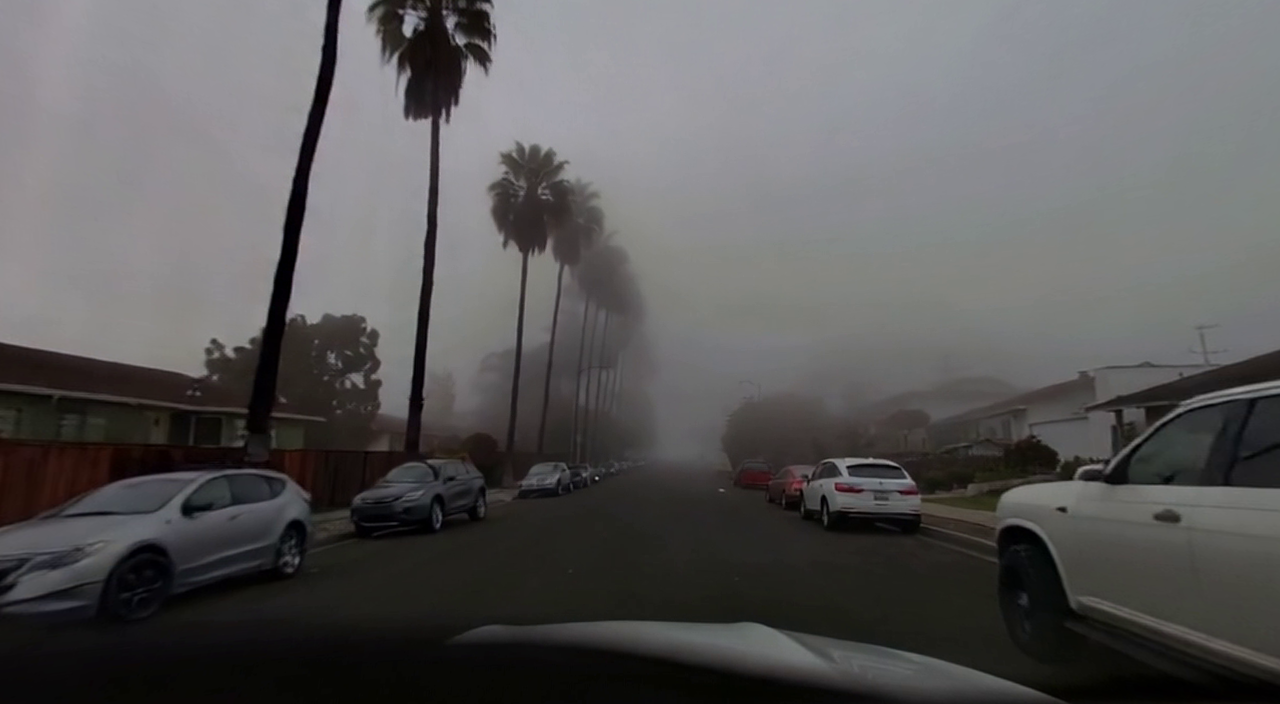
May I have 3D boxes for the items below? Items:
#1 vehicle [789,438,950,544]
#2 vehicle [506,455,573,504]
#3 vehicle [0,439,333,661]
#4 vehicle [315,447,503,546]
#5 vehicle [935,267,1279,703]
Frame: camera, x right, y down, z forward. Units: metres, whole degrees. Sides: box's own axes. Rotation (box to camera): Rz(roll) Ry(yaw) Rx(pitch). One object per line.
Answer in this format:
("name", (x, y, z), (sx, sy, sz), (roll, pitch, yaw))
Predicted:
("vehicle", (4.754, 2.982, 13.959), (1.964, 1.889, 4.708), (-1, -10, 3))
("vehicle", (-4.134, 5.353, 26.695), (1.947, 1.803, 4.381), (-2, -11, 2))
("vehicle", (-5.296, 1.907, 6.904), (1.816, 1.697, 3.777), (-1, -11, 3))
("vehicle", (-4.930, 3.202, 14.534), (2.020, 1.819, 5.168), (-2, -11, 4))
("vehicle", (4.106, 0.852, 3.041), (2.649, 2.232, 6.576), (0, -10, 5))
